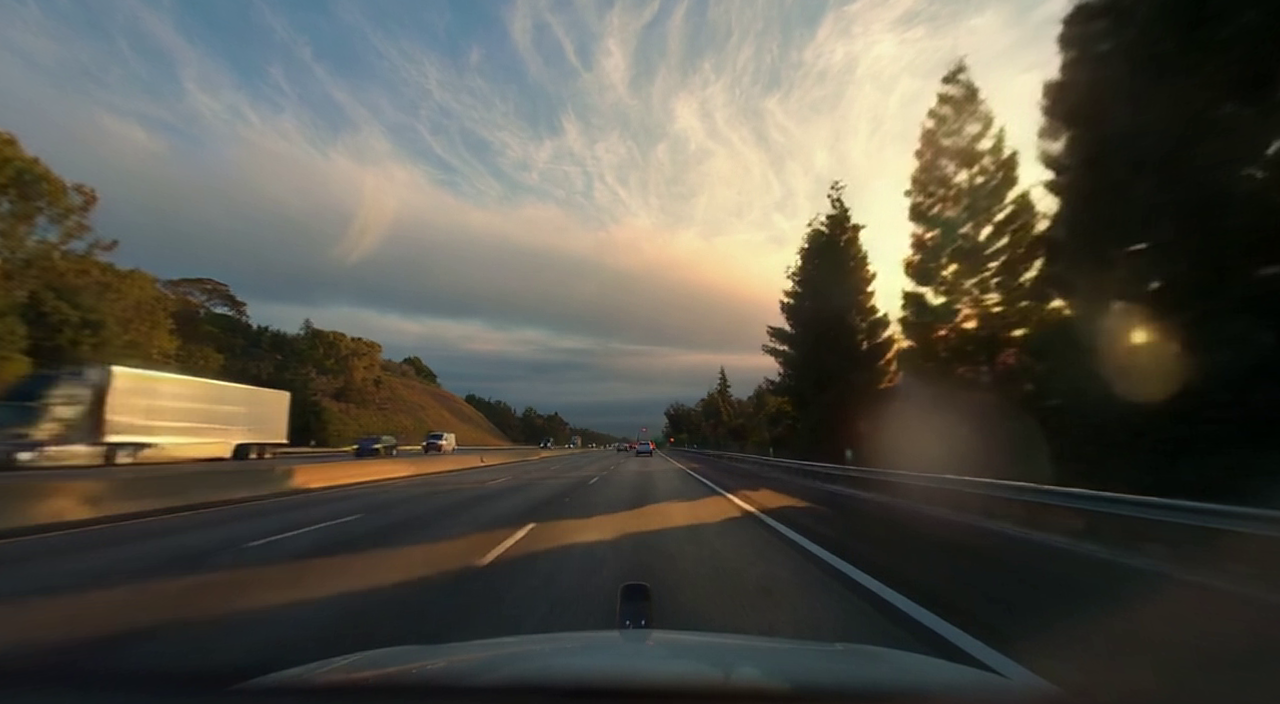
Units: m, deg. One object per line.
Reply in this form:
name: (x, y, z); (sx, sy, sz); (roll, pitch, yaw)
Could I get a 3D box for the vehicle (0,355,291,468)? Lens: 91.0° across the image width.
vehicle: (-24.106, 3.427, 31.969); (2.942, 4.261, 16.900); (0, -8, 0)

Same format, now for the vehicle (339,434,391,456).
vehicle: (-19.931, 6.777, 45.736); (1.811, 1.484, 4.430); (0, -8, 0)
